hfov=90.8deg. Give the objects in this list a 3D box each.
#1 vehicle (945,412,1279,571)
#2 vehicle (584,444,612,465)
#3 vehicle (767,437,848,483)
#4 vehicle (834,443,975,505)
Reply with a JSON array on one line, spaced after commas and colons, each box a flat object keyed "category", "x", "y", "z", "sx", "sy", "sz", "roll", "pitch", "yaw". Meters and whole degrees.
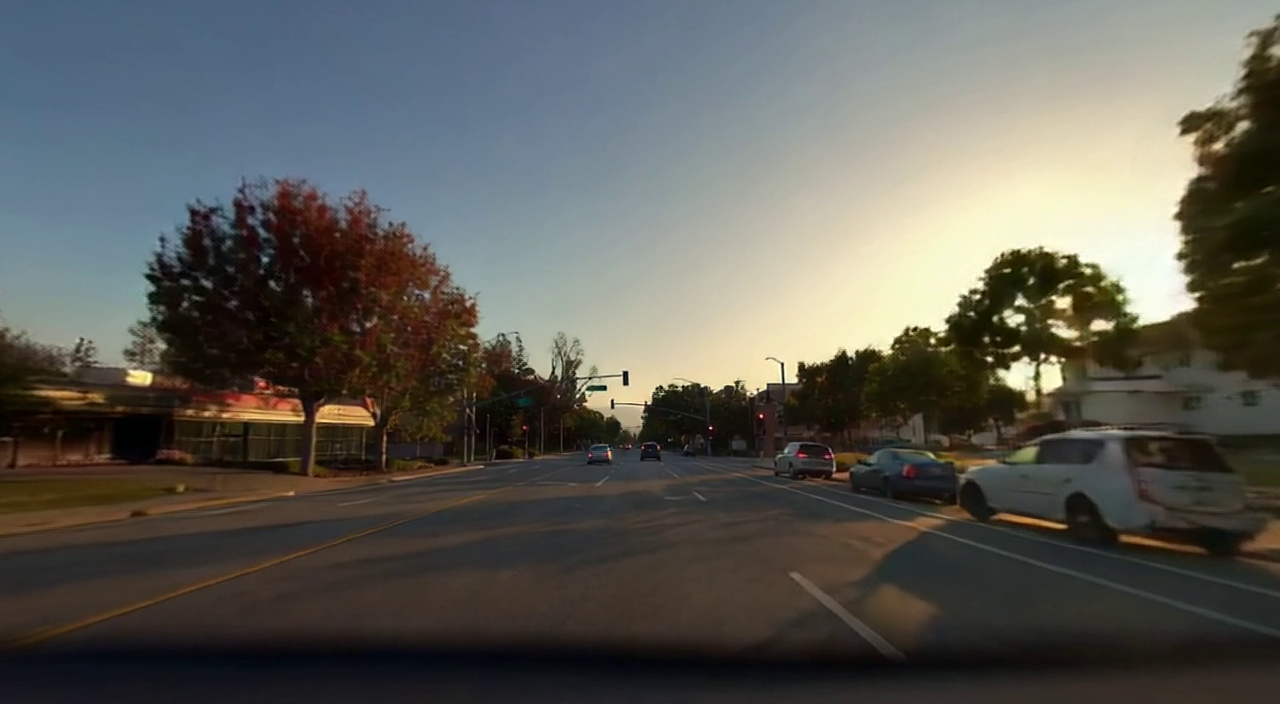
[{"category": "vehicle", "x": 7.186, "y": 2.038, "z": 10.018, "sx": 2.088, "sy": 1.848, "sz": 4.936, "roll": 0, "pitch": -9, "yaw": -2}, {"category": "vehicle", "x": -3.221, "y": 7.957, "z": 49.320, "sx": 1.915, "sy": 1.553, "sz": 3.846, "roll": 0, "pitch": -9, "yaw": 0}, {"category": "vehicle", "x": 7.246, "y": 4.725, "z": 27.953, "sx": 2.132, "sy": 1.793, "sz": 5.003, "roll": 0, "pitch": -9, "yaw": -1}, {"category": "vehicle", "x": 7.173, "y": 3.329, "z": 17.798, "sx": 1.922, "sy": 1.473, "sz": 4.738, "roll": 0, "pitch": -9, "yaw": 0}]
